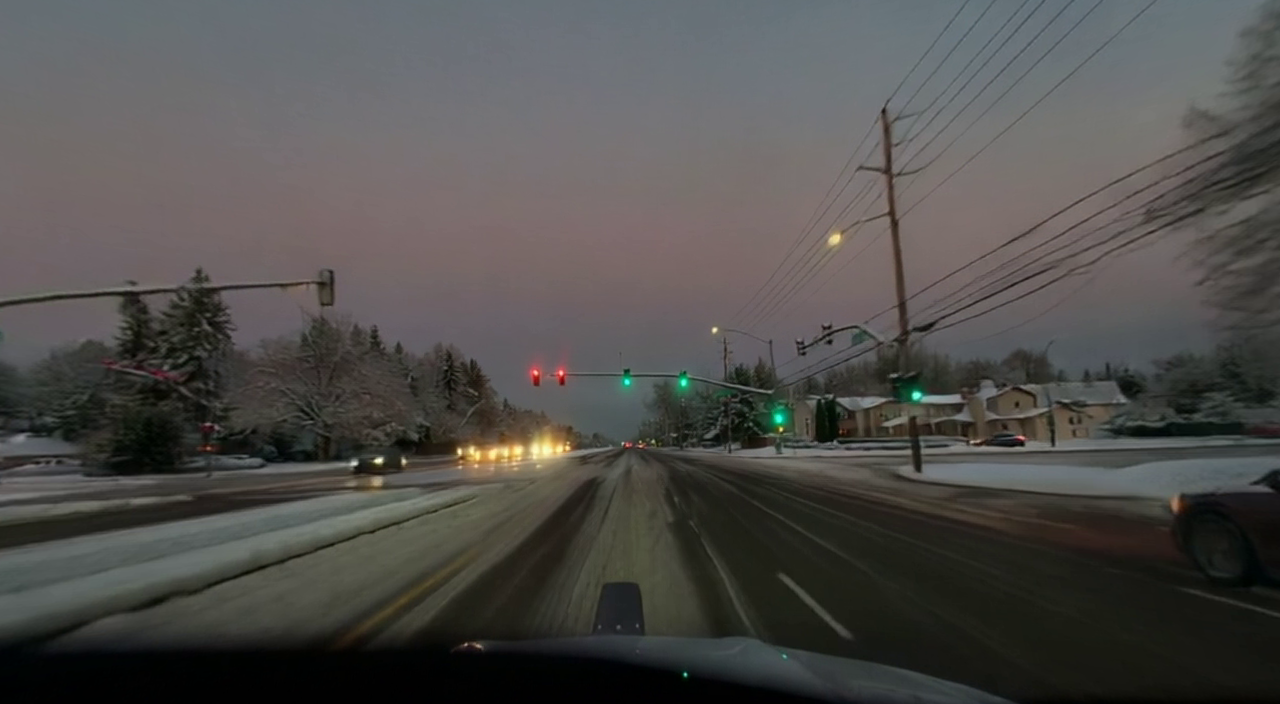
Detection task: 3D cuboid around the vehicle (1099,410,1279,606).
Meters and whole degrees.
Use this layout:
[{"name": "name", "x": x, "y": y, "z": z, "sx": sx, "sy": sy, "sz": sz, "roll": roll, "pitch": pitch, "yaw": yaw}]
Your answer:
[{"name": "vehicle", "x": 6.061, "y": 1.150, "z": 4.469, "sx": 2.113, "sy": 1.520, "sz": 4.650, "roll": 0, "pitch": -8, "yaw": 0}]

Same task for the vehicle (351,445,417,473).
[{"name": "vehicle", "x": -14.943, "y": 6.255, "z": 37.165, "sx": 2.013, "sy": 1.503, "sz": 4.682, "roll": 0, "pitch": -8, "yaw": -1}]
